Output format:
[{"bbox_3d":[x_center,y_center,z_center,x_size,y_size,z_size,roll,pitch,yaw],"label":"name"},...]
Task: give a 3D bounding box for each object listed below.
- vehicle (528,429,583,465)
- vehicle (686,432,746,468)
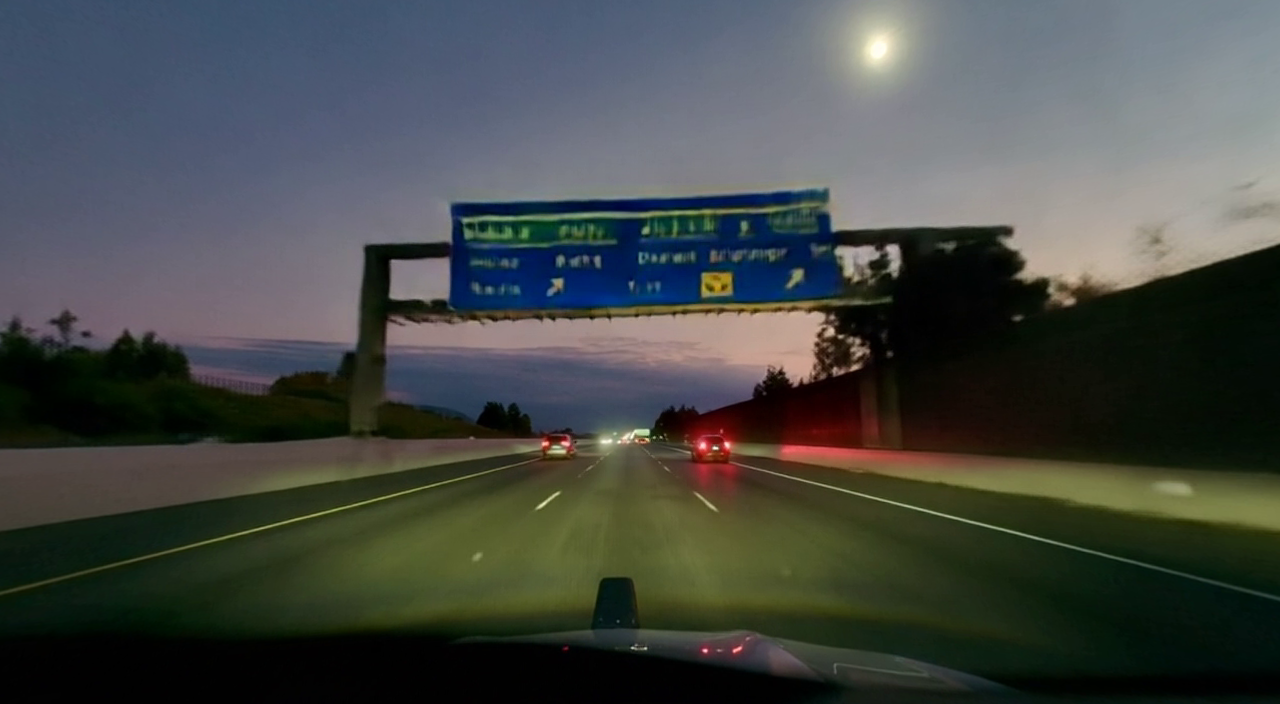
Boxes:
[{"bbox_3d":[-4.168,4.731,31.610,2.219,1.660,4.153,0,-8,-1],"label":"vehicle"},{"bbox_3d":[3.413,4.489,29.215,2.077,1.523,4.539,0,-8,-2],"label":"vehicle"}]
